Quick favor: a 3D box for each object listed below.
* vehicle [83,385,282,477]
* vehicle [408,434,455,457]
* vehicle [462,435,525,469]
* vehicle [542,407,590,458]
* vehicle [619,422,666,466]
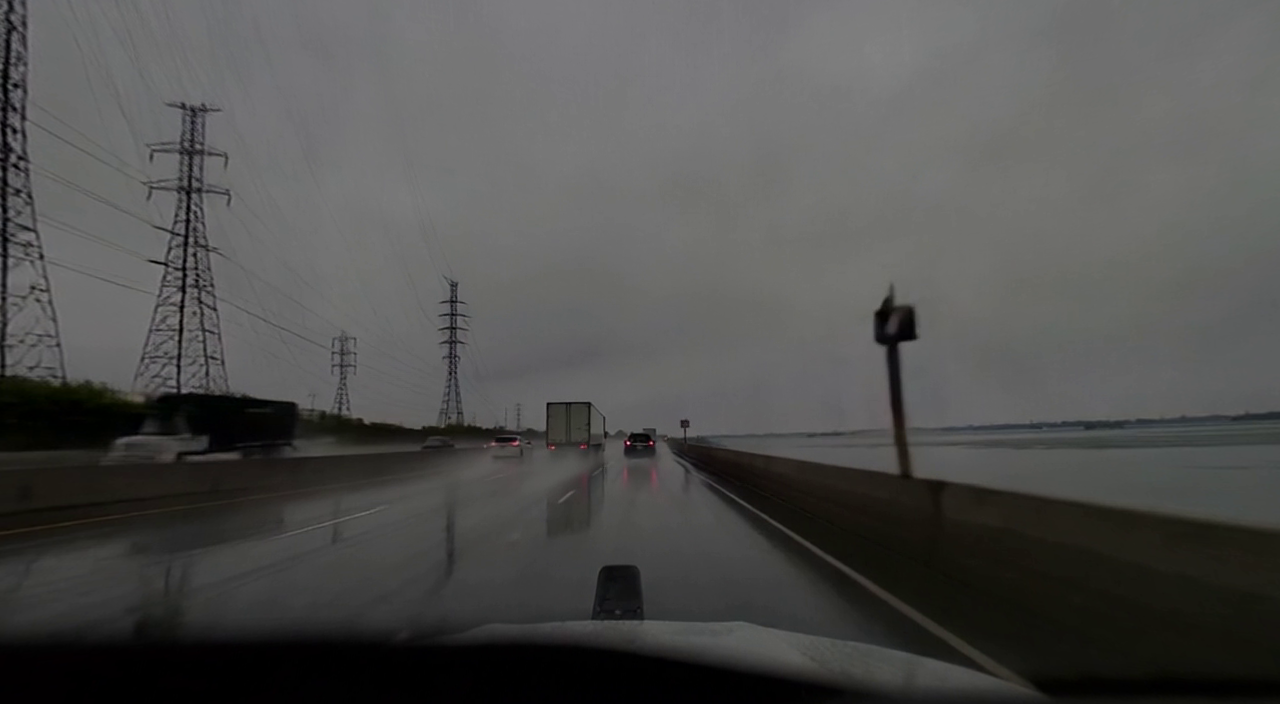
[{"bbox_3d":[-19.370,3.515,27.623,2.798,3.444,7.712,0,-8,0],"label":"vehicle"},{"bbox_3d":[-16.361,7.369,49.736,1.972,1.723,4.983,0,-8,0],"label":"vehicle"},{"bbox_3d":[-7.121,4.899,31.166,2.004,1.545,4.513,0,-8,1],"label":"vehicle"},{"bbox_3d":[-3.746,4.154,32.392,2.178,2.522,2.054,0,-8,1],"label":"vehicle"},{"bbox_3d":[0.137,4.919,33.689,2.358,2.144,4.713,0,-8,0],"label":"vehicle"}]
